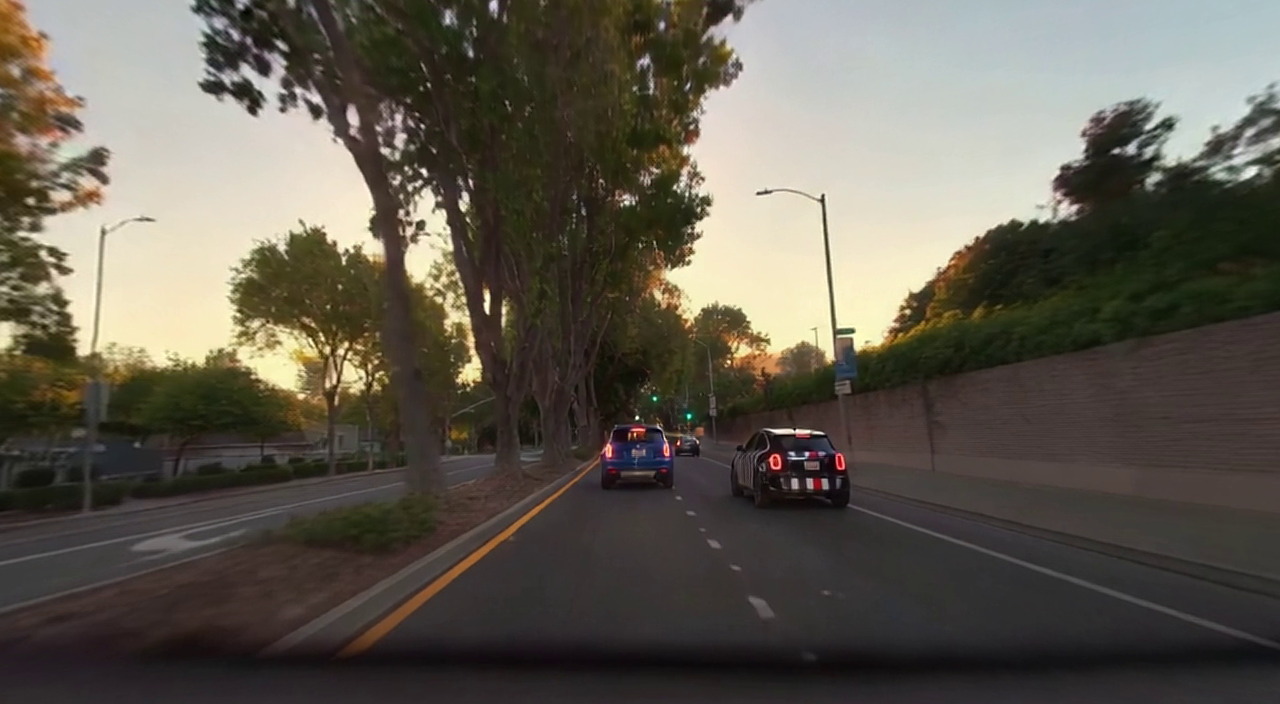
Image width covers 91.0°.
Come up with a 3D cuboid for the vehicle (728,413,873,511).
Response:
[{"bbox_3d":[3.140,2.257,13.280,1.840,1.709,4.202,0,-8,-2],"label":"vehicle"}]

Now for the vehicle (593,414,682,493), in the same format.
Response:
[{"bbox_3d":[-0.095,2.534,15.861,1.984,1.777,3.148,0,-8,-2],"label":"vehicle"}]

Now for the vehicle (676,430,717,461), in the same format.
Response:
[{"bbox_3d":[3.132,5.243,35.381,1.863,1.610,3.726,0,-8,-1],"label":"vehicle"}]
